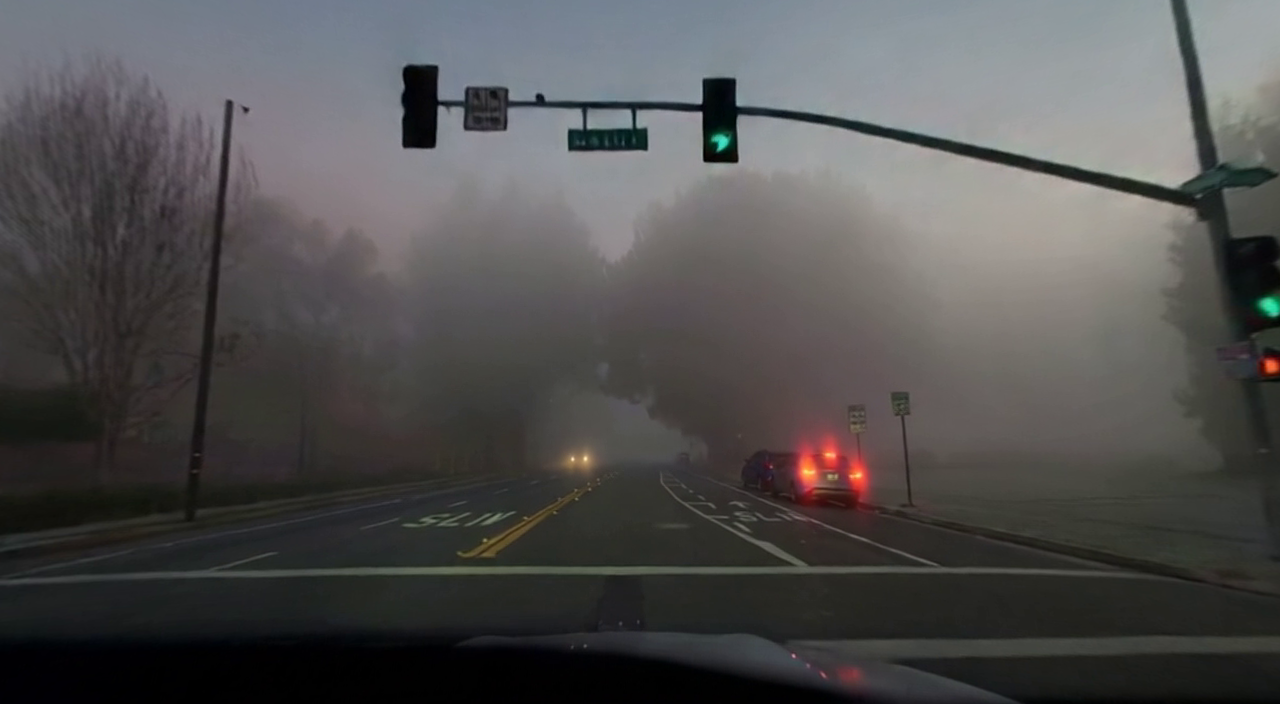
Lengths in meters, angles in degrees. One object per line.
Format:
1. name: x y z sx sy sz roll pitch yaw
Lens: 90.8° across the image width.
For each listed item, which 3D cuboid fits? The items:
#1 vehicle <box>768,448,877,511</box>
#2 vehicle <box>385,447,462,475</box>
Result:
1. vehicle: 5.175 3.638 18.617 1.891 1.611 4.269 0 -9 0
2. vehicle: -16.177 8.106 47.220 5.125 1.941 2.086 4 -10 -26
